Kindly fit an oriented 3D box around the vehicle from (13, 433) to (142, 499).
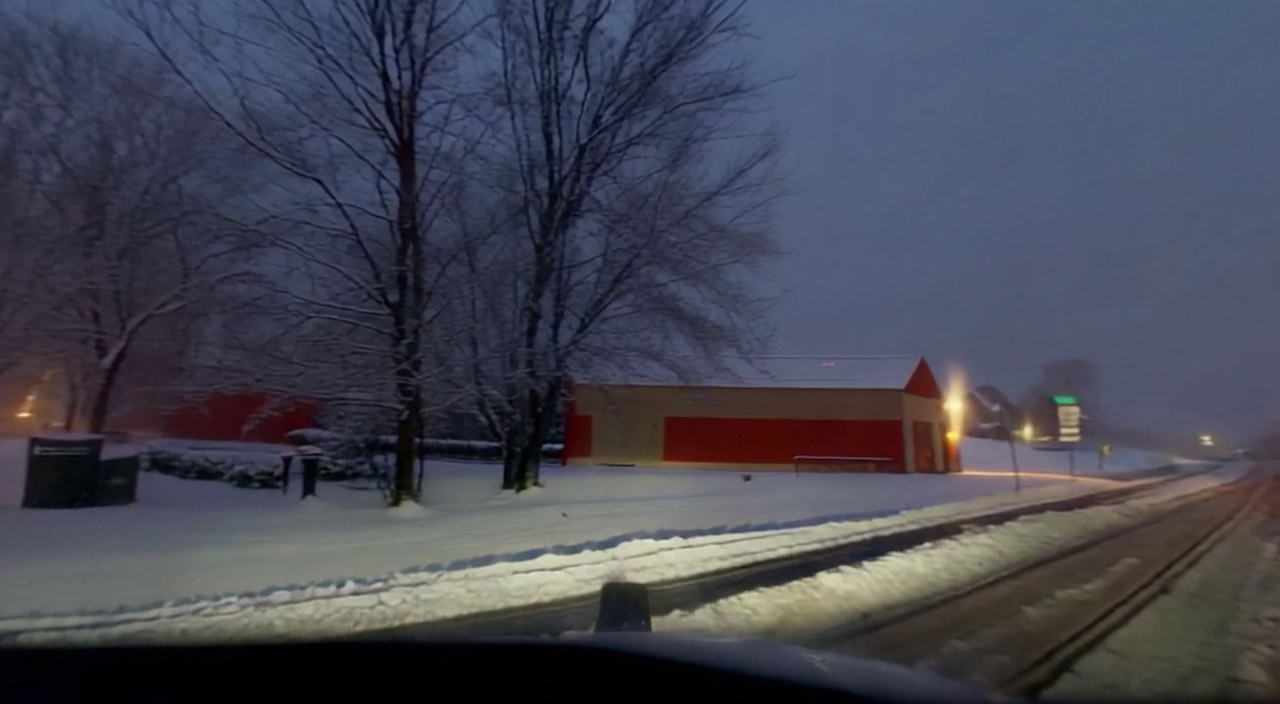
[{"bbox_3d":[-16.712,3.261,18.814,2.449,1.666,5.035,7,-10,-41],"label":"vehicle"}]
